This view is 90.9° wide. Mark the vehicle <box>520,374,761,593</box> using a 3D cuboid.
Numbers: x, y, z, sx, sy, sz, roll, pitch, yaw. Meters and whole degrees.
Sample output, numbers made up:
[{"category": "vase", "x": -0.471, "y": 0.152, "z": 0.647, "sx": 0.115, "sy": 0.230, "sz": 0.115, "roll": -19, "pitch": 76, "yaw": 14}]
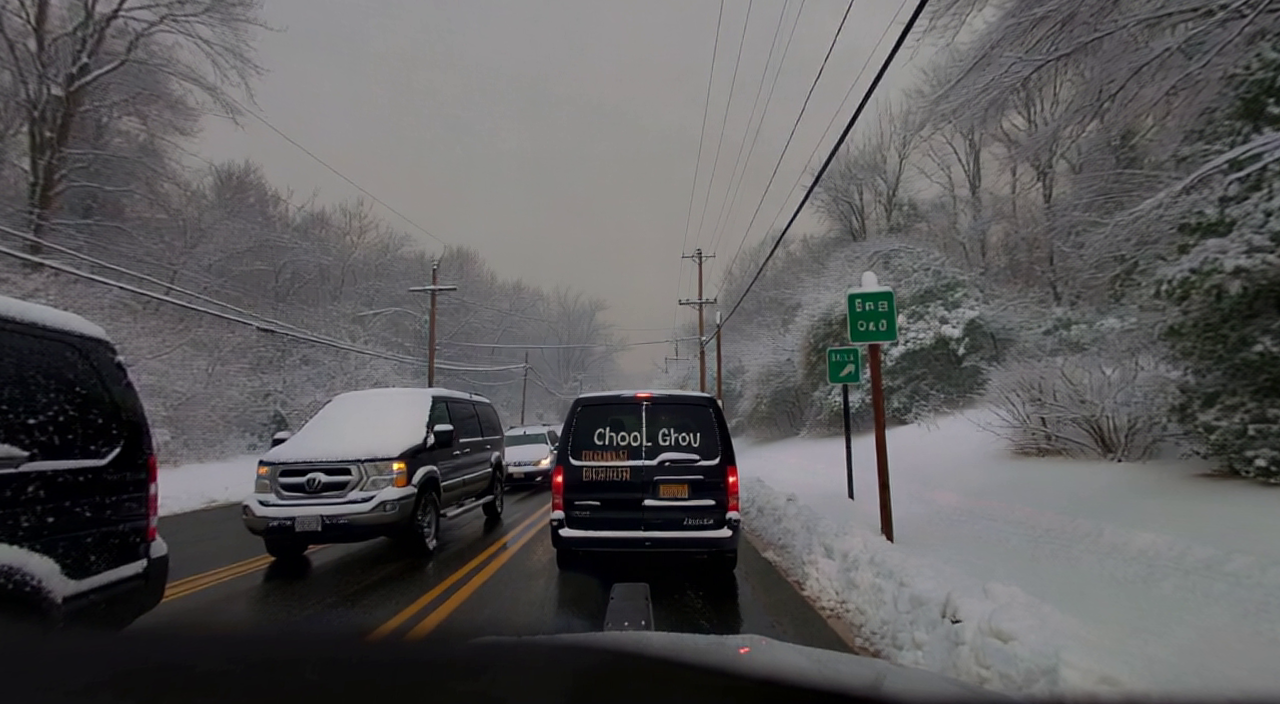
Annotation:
[{"category": "vehicle", "x": 0.109, "y": 1.462, "z": 7.693, "sx": 2.117, "sy": 1.911, "sz": 4.095, "roll": -1, "pitch": -8, "yaw": 3}]

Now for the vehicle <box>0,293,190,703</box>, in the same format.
[{"category": "vehicle", "x": -3.150, "y": 0.466, "z": 0.244, "sx": 2.160, "sy": 1.796, "sz": 4.997, "roll": 0, "pitch": -8, "yaw": 1}]

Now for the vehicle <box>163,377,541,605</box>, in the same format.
[{"category": "vehicle", "x": -2.755, "y": 1.483, "z": 7.620, "sx": 2.109, "sy": 1.851, "sz": 4.749, "roll": -1, "pitch": -8, "yaw": 3}]
